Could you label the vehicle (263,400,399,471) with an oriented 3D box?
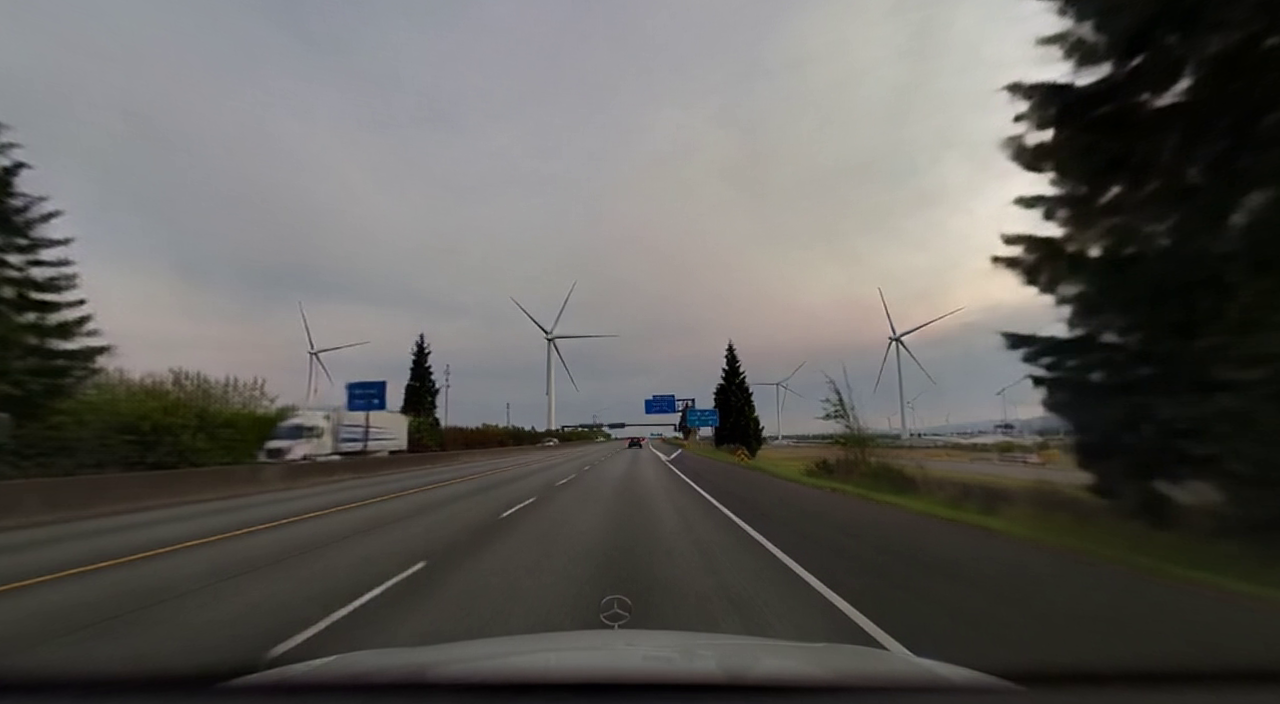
[{"bbox_3d":[-17.247,4.853,36.177,2.971,3.525,9.305,0,-8,0],"label":"vehicle"}]
